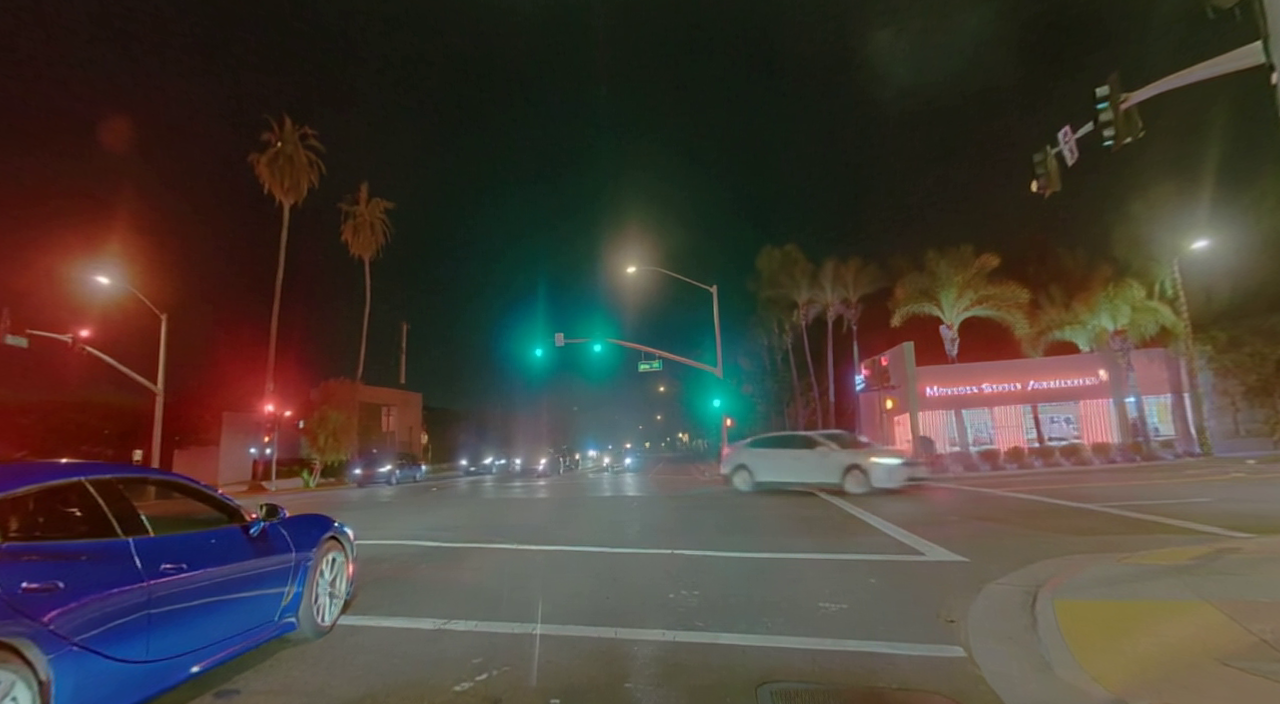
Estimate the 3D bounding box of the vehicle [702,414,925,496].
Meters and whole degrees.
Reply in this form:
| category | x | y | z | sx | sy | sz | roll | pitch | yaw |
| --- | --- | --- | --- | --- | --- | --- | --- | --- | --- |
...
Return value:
| category | x | y | z | sx | sy | sz | roll | pitch | yaw |
| --- | --- | --- | --- | --- | --- | --- | --- | --- | --- |
| vehicle | 4.143 | 2.491 | 15.446 | 4.775 | 1.709 | 2.092 | -6 | -11 | 34 |

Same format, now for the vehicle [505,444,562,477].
| category | x | y | z | sx | sy | sz | roll | pitch | yaw |
| --- | --- | --- | --- | --- | --- | --- | --- | --- | --- |
| vehicle | -5.043 | 5.197 | 30.522 | 1.839 | 1.468 | 4.549 | 0 | -9 | 2 |

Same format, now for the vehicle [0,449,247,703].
| category | x | y | z | sx | sy | sz | roll | pitch | yaw |
| --- | --- | --- | --- | --- | --- | --- | --- | --- | --- |
| vehicle | -3.705 | 1.021 | 2.253 | 1.850 | 1.325 | 4.295 | 0 | -9 | 0 |

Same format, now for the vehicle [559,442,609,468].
| category | x | y | z | sx | sy | sz | roll | pitch | yaw |
| --- | --- | --- | --- | --- | --- | --- | --- | --- | --- |
| vehicle | -3.588 | 6.734 | 41.408 | 2.072 | 1.613 | 4.386 | -2 | -9 | 12 |

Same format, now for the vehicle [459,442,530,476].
| category | x | y | z | sx | sy | sz | roll | pitch | yaw |
| --- | --- | --- | --- | --- | --- | --- | --- | --- | --- |
| vehicle | -8.267 | 6.227 | 36.590 | 2.050 | 1.792 | 5.507 | -2 | -10 | 9 |

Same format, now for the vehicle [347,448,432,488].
| category | x | y | z | sx | sy | sz | roll | pitch | yaw |
| --- | --- | --- | --- | --- | --- | --- | --- | --- | --- |
| vehicle | -12.607 | 5.847 | 32.147 | 1.870 | 1.705 | 4.426 | -7 | -10 | 11 |
